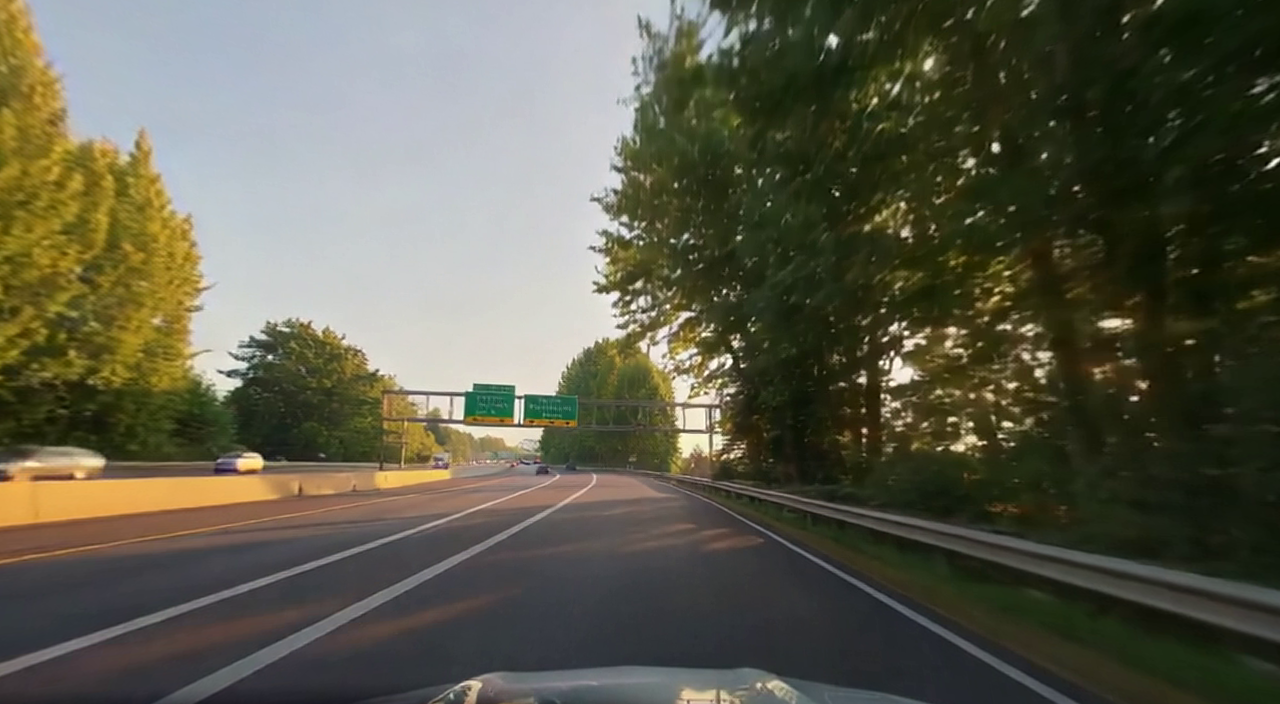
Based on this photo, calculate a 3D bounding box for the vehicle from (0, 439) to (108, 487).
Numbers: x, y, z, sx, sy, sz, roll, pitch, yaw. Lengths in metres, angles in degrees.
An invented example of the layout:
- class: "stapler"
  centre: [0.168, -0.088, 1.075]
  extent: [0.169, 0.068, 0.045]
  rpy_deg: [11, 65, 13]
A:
- class: "vehicle"
  centre: [-21.206, 3.814, 21.598]
  extent: [2.041, 1.494, 4.669]
  rpy_deg: [1, -10, -4]

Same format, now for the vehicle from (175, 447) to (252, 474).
- class: "vehicle"
  centre: [-26.540, 6.823, 39.430]
  extent: [1.864, 1.526, 4.574]
  rpy_deg: [1, -10, -4]
